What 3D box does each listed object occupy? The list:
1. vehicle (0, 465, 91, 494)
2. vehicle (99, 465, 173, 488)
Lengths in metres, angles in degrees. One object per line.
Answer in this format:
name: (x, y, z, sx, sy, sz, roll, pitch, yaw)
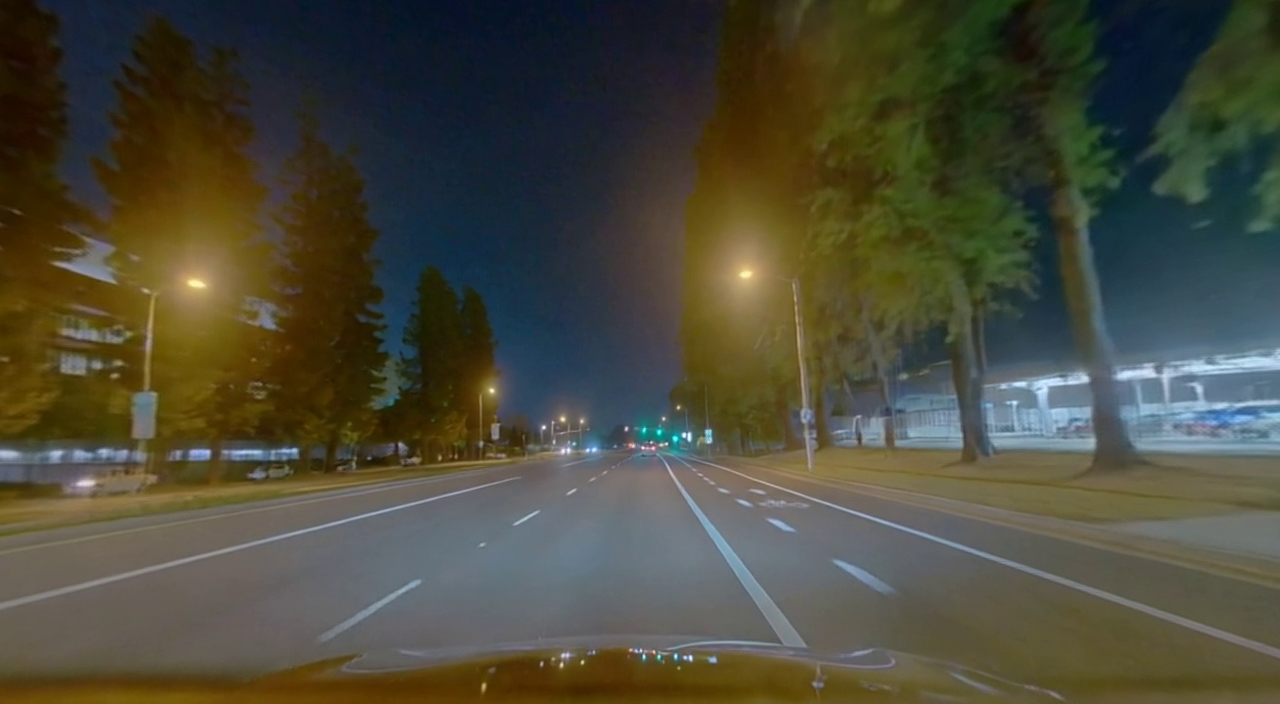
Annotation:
vehicle: (-37.539, 8.021, 39.859, 1.819, 1.589, 4.040, 0, -8, 1)
vehicle: (-37.456, 9.256, 47.005, 1.815, 1.467, 4.436, 0, -8, 0)
